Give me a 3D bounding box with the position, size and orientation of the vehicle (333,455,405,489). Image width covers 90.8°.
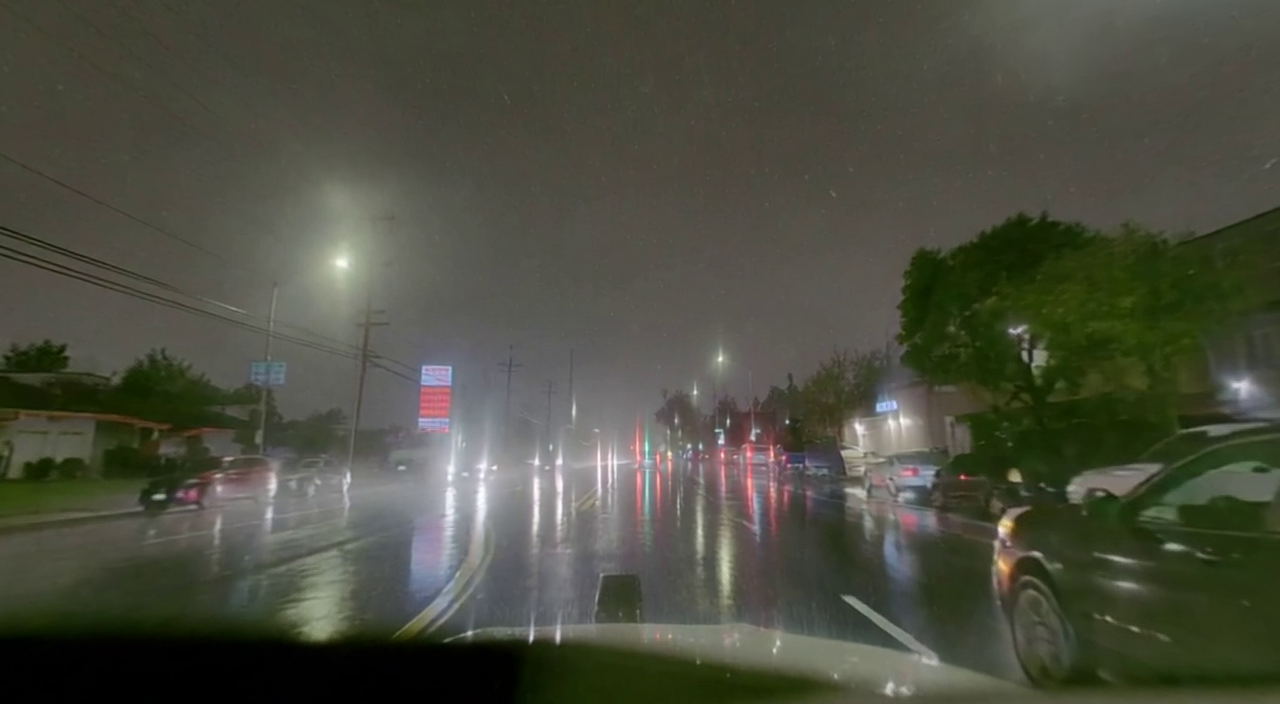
[{"bbox_3d":[-14.017,6.207,33.003,1.806,1.463,4.714,-2,-8,-1],"label":"vehicle"}]

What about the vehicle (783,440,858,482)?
[{"bbox_3d":[8.084,4.925,28.785,2.003,1.723,4.654,0,-8,0],"label":"vehicle"}]

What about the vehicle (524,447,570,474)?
[{"bbox_3d":[-5.905,6.932,40.663,2.213,1.626,4.736,-1,-8,1],"label":"vehicle"}]

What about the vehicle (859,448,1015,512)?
[{"bbox_3d":[7.685,3.325,16.977,1.874,1.437,4.593,0,-8,-1],"label":"vehicle"}]

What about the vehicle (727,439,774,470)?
[{"bbox_3d":[7.899,7.371,45.630,2.370,2.022,5.918,-1,-8,1],"label":"vehicle"}]

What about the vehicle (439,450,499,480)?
[{"bbox_3d":[-9.533,6.345,35.647,2.060,1.507,4.532,-1,-8,1],"label":"vehicle"}]

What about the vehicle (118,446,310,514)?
[{"bbox_3d":[-14.060,4.197,21.513,2.367,1.849,5.874,-3,-8,2],"label":"vehicle"}]

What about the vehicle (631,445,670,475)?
[{"bbox_3d":[0.572,6.031,35.709,2.067,1.547,4.513,-1,-8,0],"label":"vehicle"}]

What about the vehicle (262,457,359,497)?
[{"bbox_3d":[-14.060,5.319,27.283,1.795,1.462,4.466,0,-8,-1],"label":"vehicle"}]

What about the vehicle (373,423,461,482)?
[{"bbox_3d":[-14.021,6.397,40.450,2.865,3.346,7.163,-1,-8,1],"label":"vehicle"}]

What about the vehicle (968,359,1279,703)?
[{"bbox_3d":[3.306,0.818,2.090,2.070,1.633,4.461,-1,-8,1],"label":"vehicle"}]
